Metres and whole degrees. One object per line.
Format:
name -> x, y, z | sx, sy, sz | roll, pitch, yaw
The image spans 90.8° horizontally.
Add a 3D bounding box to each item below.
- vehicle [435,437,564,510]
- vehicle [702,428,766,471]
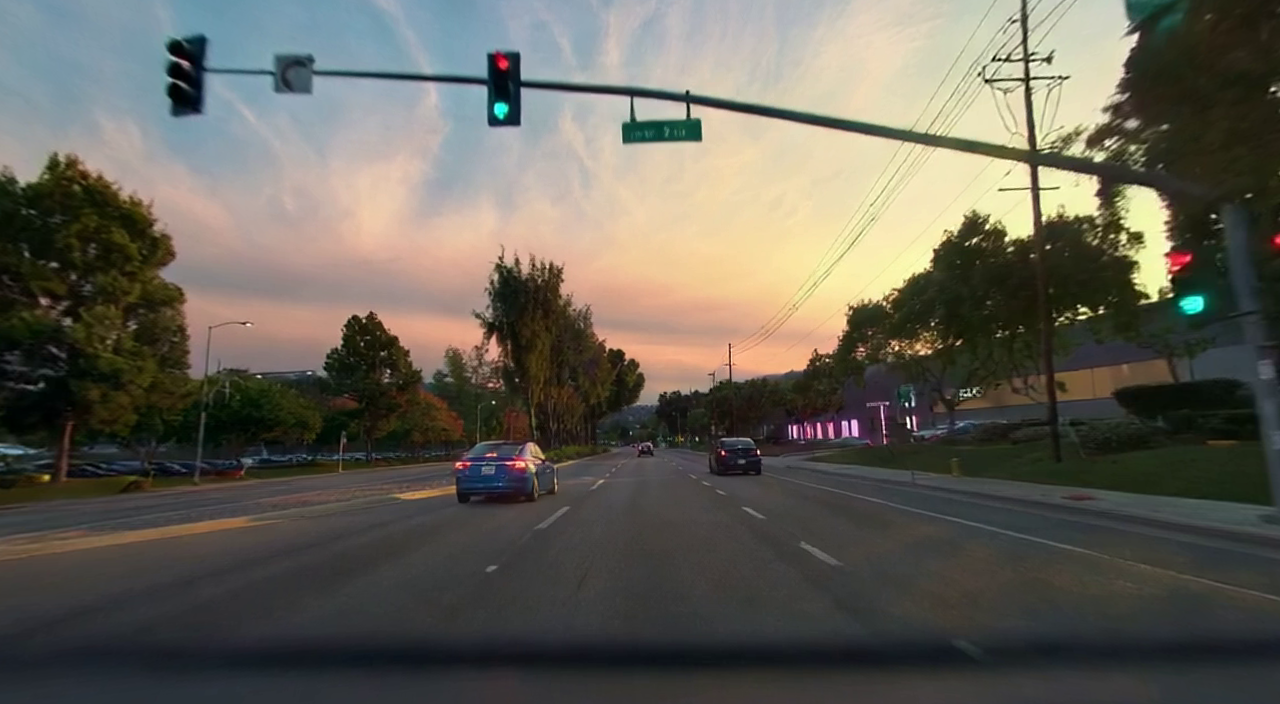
vehicle -> -3.118, 2.775, 15.008 | 2.017, 1.470, 4.293 | 0, -8, 1
vehicle -> 4.716, 5.028, 32.728 | 2.476, 2.016, 5.586 | 0, -8, 0
